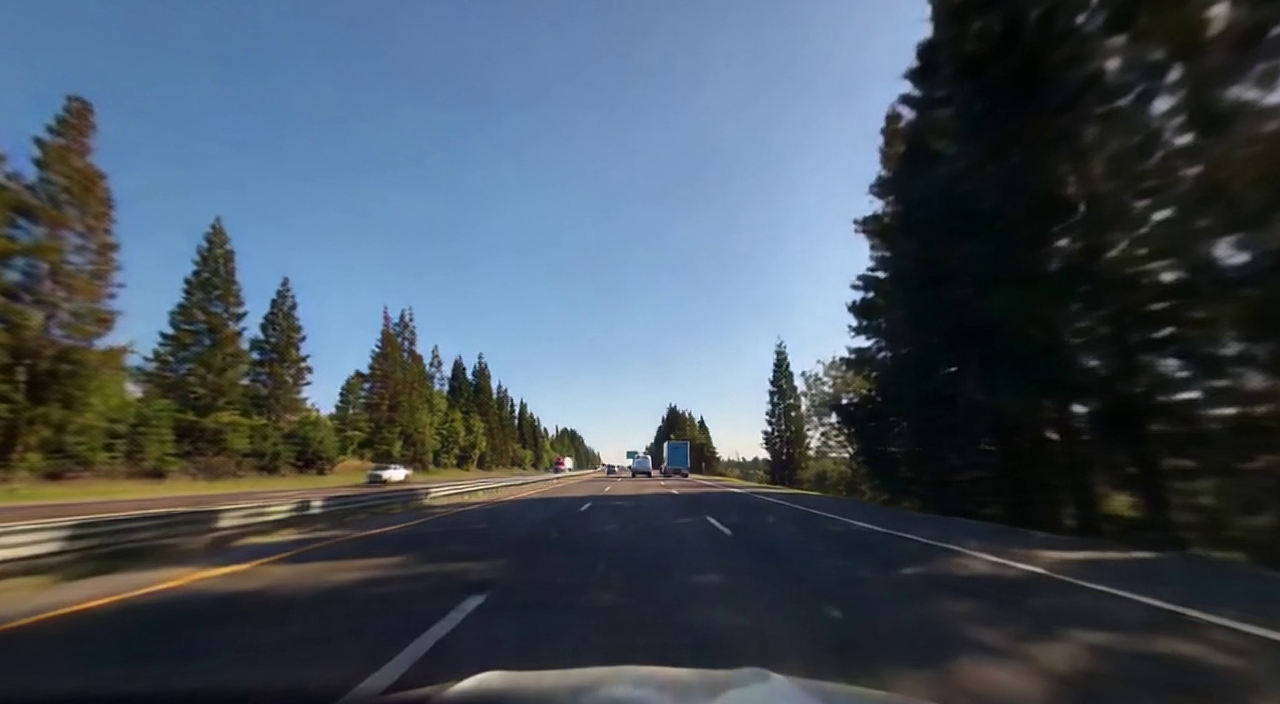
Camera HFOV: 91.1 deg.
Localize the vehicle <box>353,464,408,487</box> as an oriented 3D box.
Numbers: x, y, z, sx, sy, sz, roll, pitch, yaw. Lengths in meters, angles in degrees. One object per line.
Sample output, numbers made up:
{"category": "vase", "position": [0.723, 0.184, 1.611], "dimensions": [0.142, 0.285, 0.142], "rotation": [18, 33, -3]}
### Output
{"category": "vehicle", "position": [-17.989, 8.576, 43.769], "dimensions": [1.838, 1.452, 4.522], "rotation": [1, -10, 0]}
